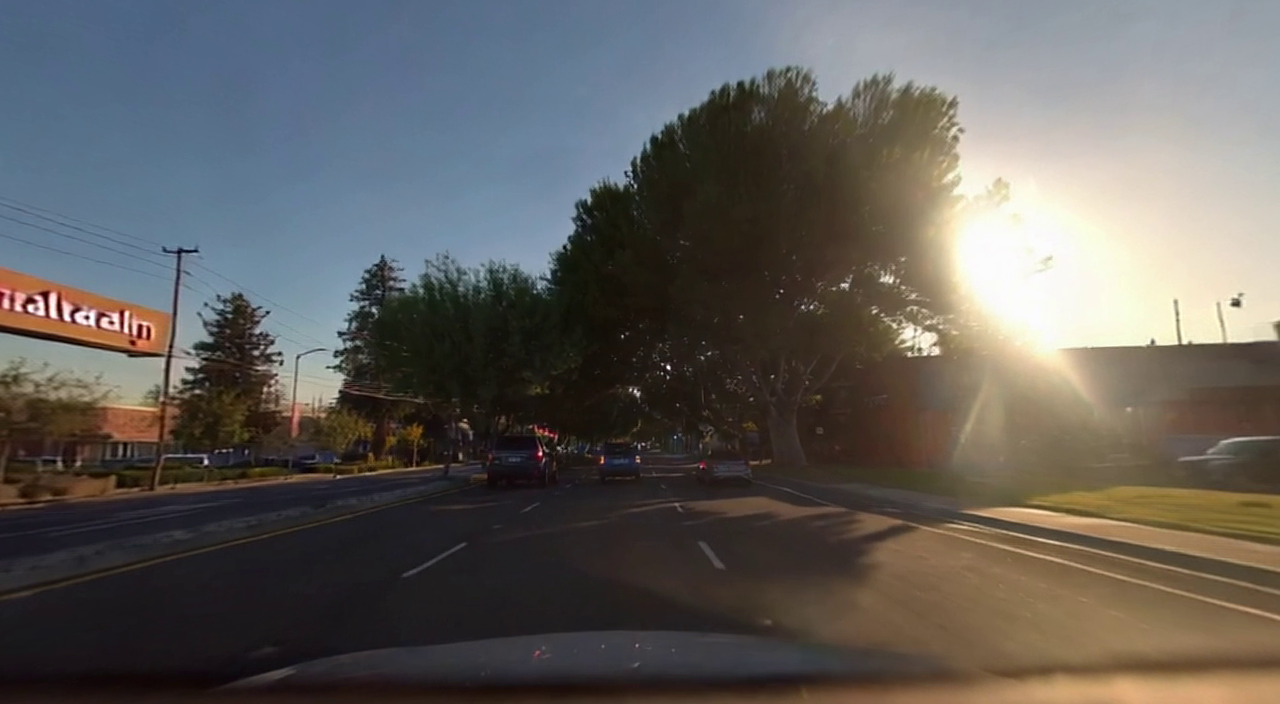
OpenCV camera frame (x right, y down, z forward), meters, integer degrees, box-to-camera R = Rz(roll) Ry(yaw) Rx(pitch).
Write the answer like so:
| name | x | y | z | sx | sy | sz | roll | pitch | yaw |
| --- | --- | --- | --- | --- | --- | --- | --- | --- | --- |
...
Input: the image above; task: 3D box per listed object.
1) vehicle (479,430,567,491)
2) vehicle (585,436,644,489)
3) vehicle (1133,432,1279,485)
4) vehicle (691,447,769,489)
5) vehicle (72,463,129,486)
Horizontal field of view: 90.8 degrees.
| name | x | y | z | sx | sy | sz | roll | pitch | yaw |
| --- | --- | --- | --- | --- | --- | --- | --- | --- | --- |
| vehicle | -4.233 | 4.035 | 23.920 | 2.252 | 1.999 | 5.605 | 0 | -9 | 0 |
| vehicle | -0.898 | 4.205 | 24.321 | 2.061 | 1.809 | 4.141 | 0 | -9 | 0 |
| vehicle | 18.457 | 3.339 | 19.915 | 4.107 | 1.540 | 1.994 | 0 | -9 | -1 |
| vehicle | 3.384 | 4.454 | 24.616 | 2.207 | 1.447 | 4.418 | 0 | -9 | -2 |
| vehicle | -38.541 | 8.734 | 45.244 | 1.871 | 1.468 | 4.670 | 4 | -10 | -26 |
